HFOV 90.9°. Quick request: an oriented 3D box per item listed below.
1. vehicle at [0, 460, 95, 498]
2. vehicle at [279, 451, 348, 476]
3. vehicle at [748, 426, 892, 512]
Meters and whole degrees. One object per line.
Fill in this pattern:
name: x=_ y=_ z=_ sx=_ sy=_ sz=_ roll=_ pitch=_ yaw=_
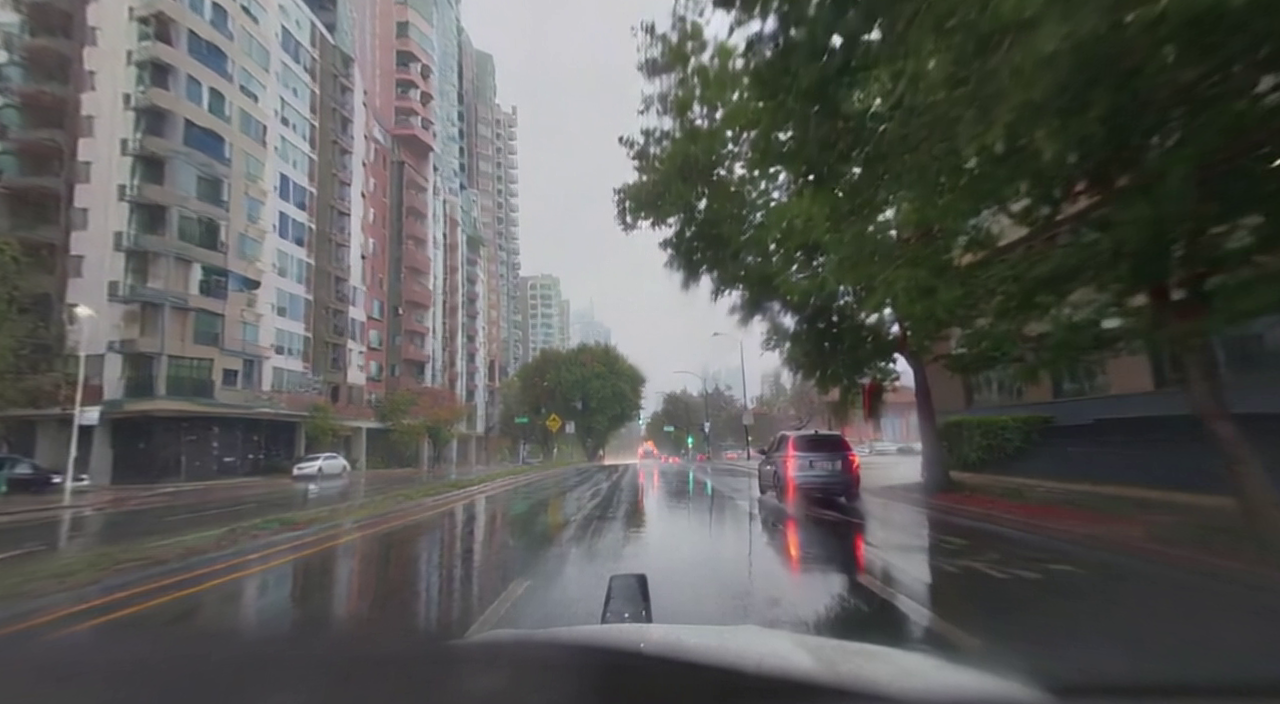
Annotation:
vehicle: x=-25.813 y=5.235 z=26.090 sx=4.644 sy=1.452 sz=1.944 roll=0 pitch=-8 yaw=0
vehicle: x=-21.193 y=7.245 z=41.170 sx=1.864 sy=1.468 sz=4.770 roll=0 pitch=-8 yaw=2
vehicle: x=3.712 y=2.481 z=13.811 sx=1.949 sy=1.583 sz=3.996 roll=0 pitch=-8 yaw=0
